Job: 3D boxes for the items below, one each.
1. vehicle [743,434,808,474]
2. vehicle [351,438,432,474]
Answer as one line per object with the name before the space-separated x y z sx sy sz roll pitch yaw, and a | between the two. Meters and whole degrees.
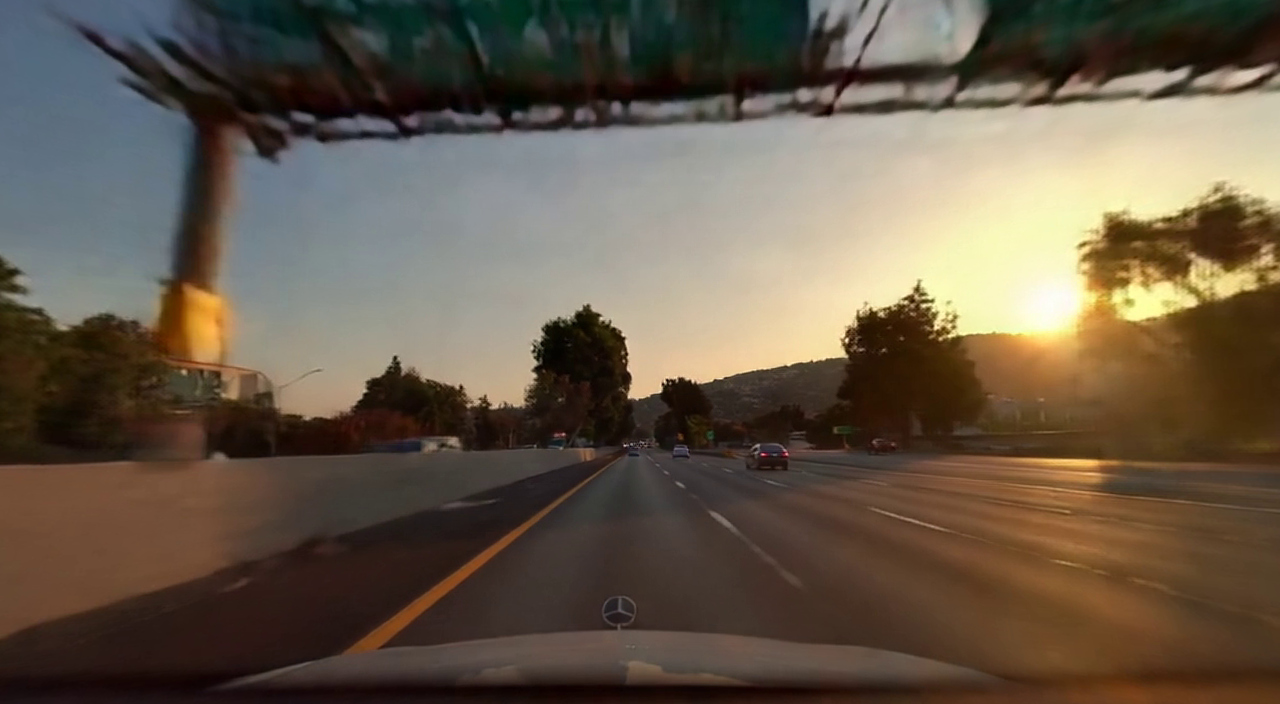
vehicle | 6.354 4.837 30.103 2.030 1.706 4.279 0 -9 -1
vehicle | -11.192 4.714 28.837 1.893 1.503 4.471 0 -9 0
